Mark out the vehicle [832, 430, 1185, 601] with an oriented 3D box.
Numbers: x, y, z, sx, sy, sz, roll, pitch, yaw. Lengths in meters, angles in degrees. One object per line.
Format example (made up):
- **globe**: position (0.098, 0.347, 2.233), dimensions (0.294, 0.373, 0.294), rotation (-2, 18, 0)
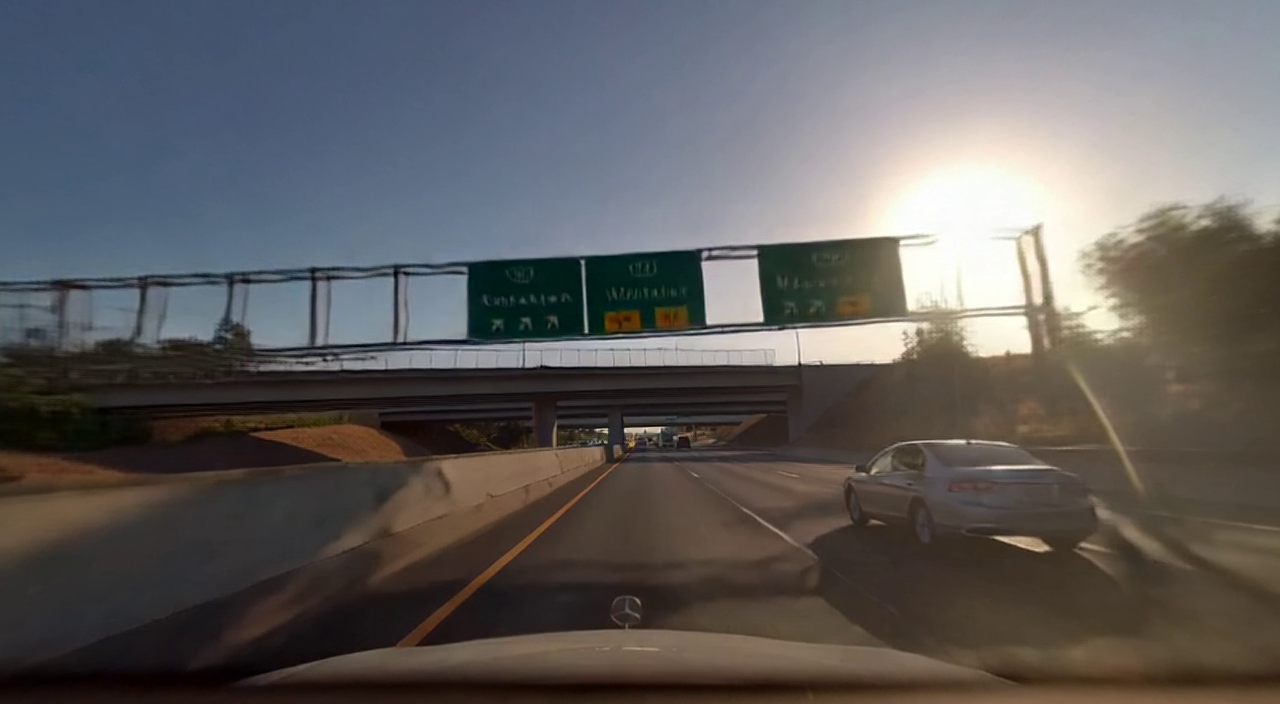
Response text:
- **vehicle**: position (3.679, 1.645, 7.242), dimensions (1.683, 1.400, 3.868), rotation (0, -8, 0)
